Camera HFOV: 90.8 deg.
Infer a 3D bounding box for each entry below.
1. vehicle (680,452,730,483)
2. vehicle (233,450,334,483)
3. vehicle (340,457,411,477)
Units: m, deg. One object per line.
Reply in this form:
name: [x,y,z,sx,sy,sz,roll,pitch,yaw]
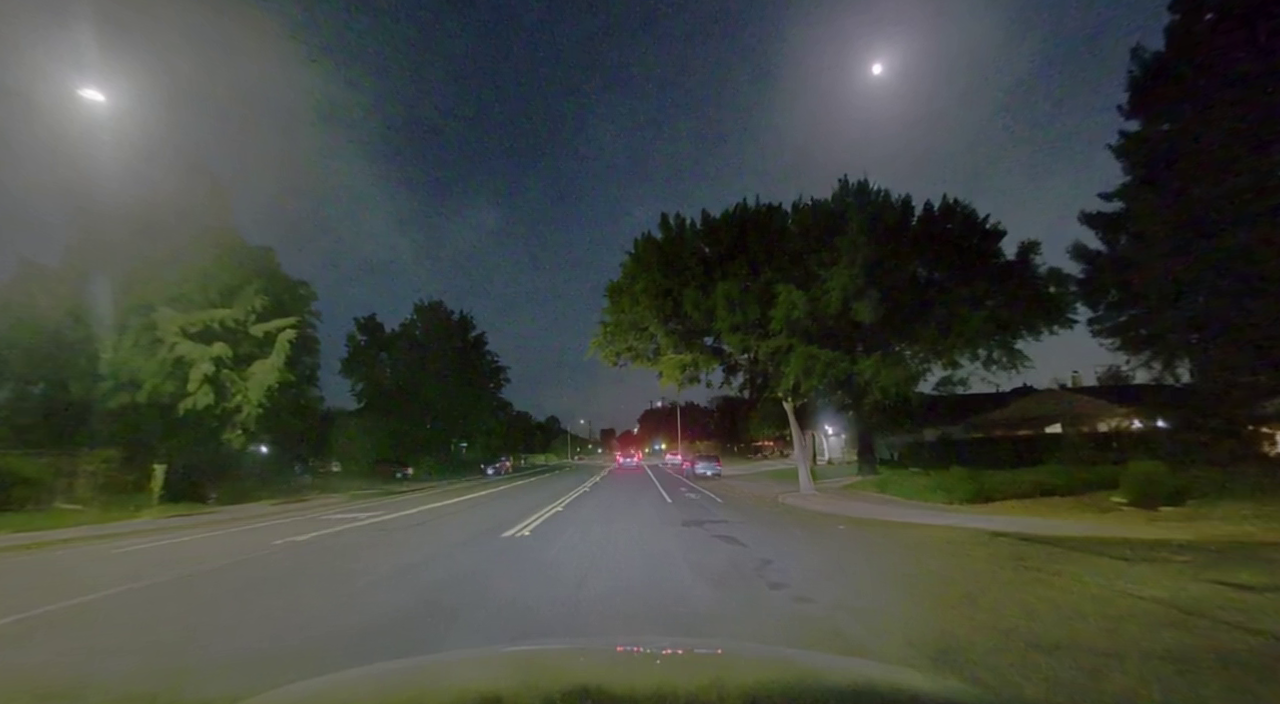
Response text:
vehicle: [3.402,6.158,33.841,2.014,1.498,4.484,1,-9,-3]
vehicle: [-20.287,6.528,36.134,4.496,1.823,2.046,1,-9,-6]
vehicle: [-19.183,8.348,45.933,4.326,1.355,1.812,1,-9,-4]
